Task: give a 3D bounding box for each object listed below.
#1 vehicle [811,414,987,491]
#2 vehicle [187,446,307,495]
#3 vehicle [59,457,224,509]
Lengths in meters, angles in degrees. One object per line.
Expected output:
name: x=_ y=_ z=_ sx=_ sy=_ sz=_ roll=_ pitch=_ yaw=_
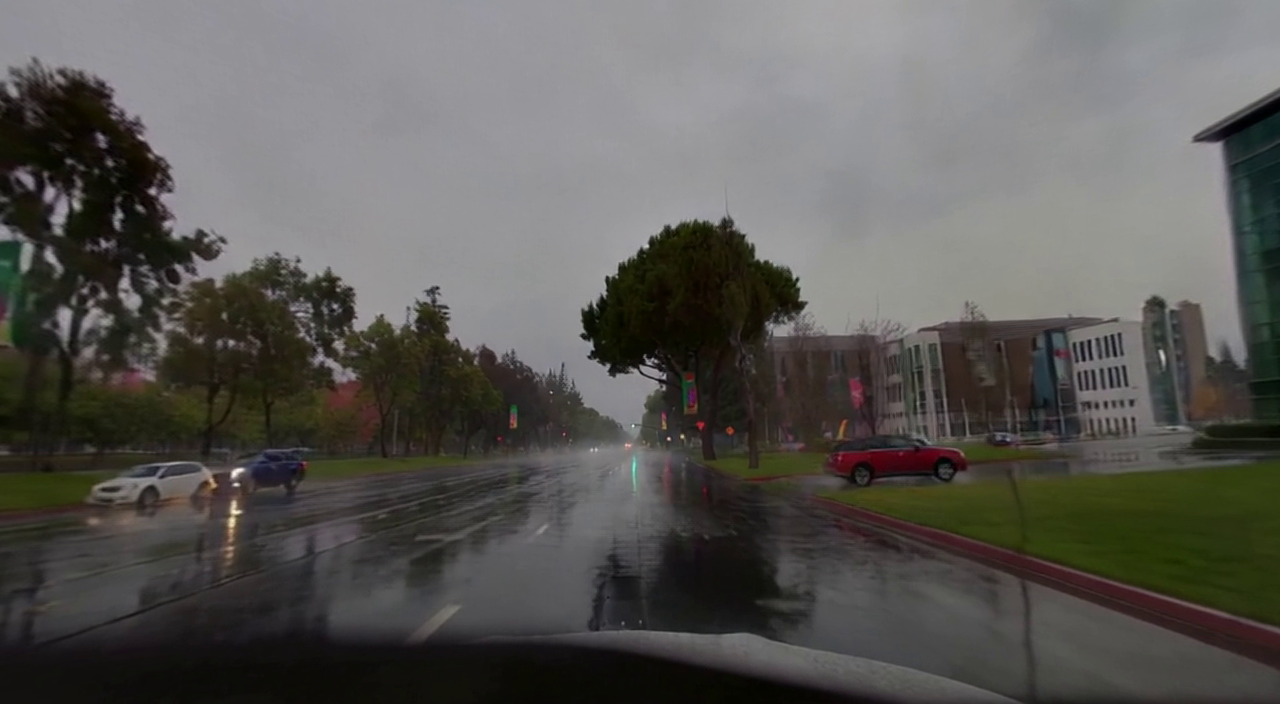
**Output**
vehicle: x=8.543 y=3.370 z=21.112 sx=4.716 sy=1.672 sz=2.330 roll=-9 pitch=-8 yaw=-2
vehicle: x=-17.333 y=5.208 z=28.058 sx=2.301 sy=1.821 sz=4.731 roll=-4 pitch=-9 yaw=0
vehicle: x=-17.442 y=4.563 z=22.366 sx=1.873 sy=1.544 sz=4.794 roll=0 pitch=-9 yaw=1
